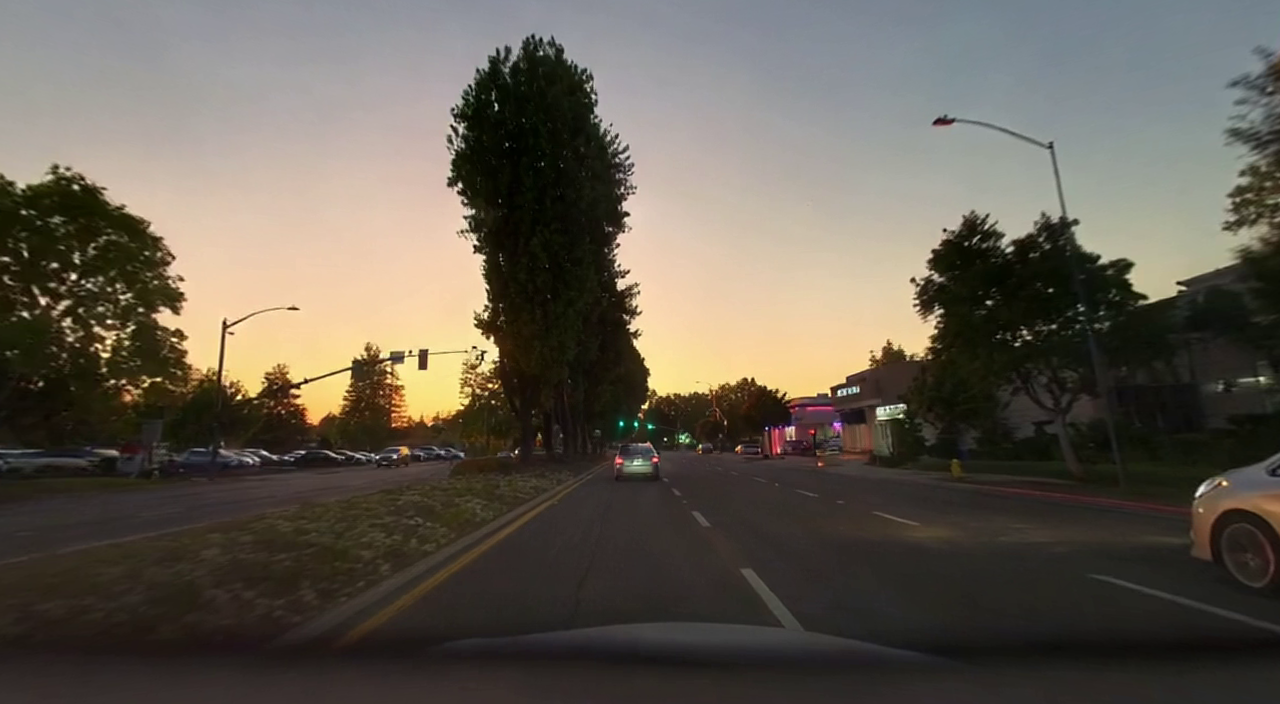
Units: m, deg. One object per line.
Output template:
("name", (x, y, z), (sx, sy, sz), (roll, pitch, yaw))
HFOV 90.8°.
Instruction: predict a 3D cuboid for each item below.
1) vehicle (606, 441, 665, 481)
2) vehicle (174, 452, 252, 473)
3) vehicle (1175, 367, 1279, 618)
("vehicle", (-0.204, 4.350, 25.531), (2.185, 1.473, 3.925), (0, -8, -1))
("vehicle", (-33.072, 8.544, 48.965), (4.686, 1.478, 1.801), (7, -11, -41))
("vehicle", (5.874, 0.759, 2.767), (2.066, 1.865, 5.636), (0, -8, -1))
